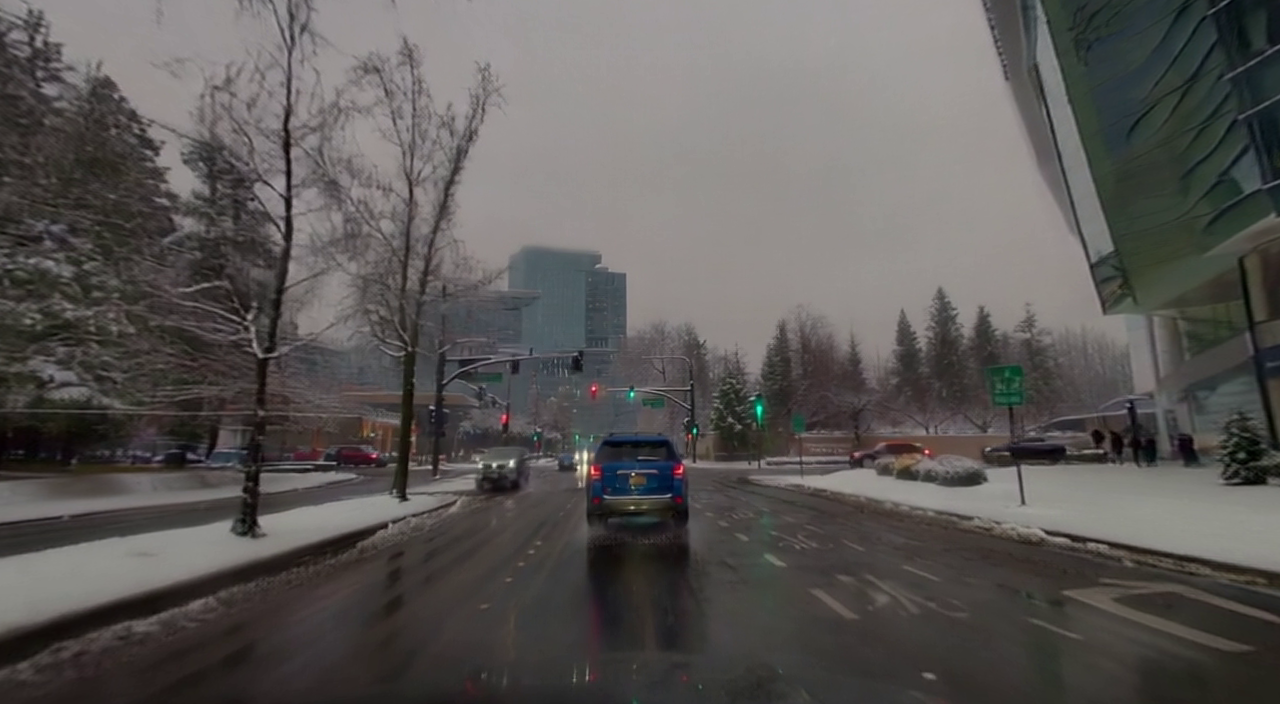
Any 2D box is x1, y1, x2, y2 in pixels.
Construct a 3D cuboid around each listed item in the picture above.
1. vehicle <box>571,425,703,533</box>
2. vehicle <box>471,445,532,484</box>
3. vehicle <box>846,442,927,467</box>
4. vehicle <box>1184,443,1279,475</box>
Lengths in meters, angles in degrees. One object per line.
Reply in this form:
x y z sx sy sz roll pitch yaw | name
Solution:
-0.127 2.421 12.591 2.183 1.765 4.059 0 -9 -2 | vehicle
-6.444 5.270 29.906 2.028 1.655 4.189 0 -9 -1 | vehicle
15.793 6.580 40.594 4.422 1.563 1.751 0 -9 -2 | vehicle
32.530 5.706 33.722 5.161 1.610 2.024 0 -9 -3 | vehicle
